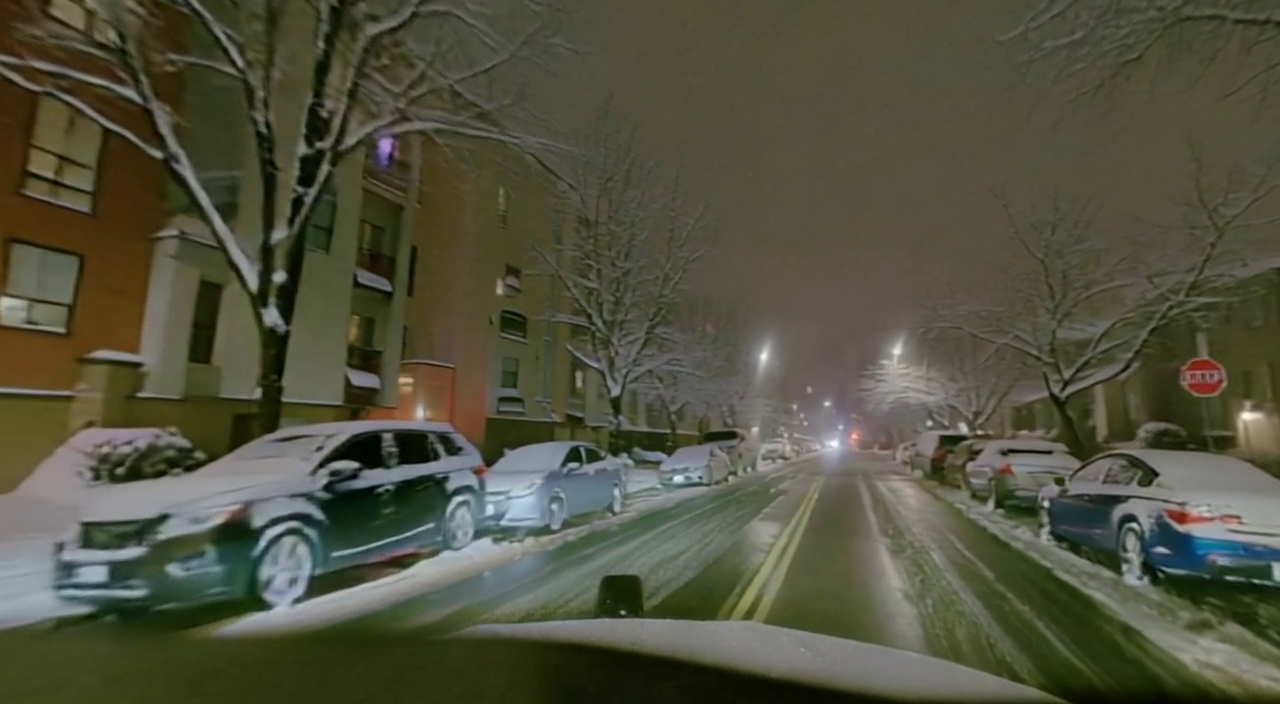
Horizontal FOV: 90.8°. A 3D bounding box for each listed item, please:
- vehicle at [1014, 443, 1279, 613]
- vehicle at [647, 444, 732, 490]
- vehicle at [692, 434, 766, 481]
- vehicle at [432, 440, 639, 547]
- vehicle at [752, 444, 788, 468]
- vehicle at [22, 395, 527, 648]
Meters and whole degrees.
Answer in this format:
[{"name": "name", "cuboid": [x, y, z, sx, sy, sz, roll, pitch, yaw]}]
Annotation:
[{"name": "vehicle", "cuboid": [6.277, 1.829, 7.551, 2.084, 1.441, 4.402, -2, -9, 17]}, {"name": "vehicle", "cuboid": [1.879, 4.052, 22.672, 1.921, 1.463, 4.313, -3, -9, 20]}, {"name": "vehicle", "cuboid": [4.157, 4.696, 28.616, 2.229, 1.869, 5.791, -4, -8, 18]}, {"name": "vehicle", "cuboid": [-1.599, 2.398, 11.635, 1.902, 1.478, 4.696, -3, -8, 16]}, {"name": "vehicle", "cuboid": [8.729, 6.875, 42.045, 1.939, 1.513, 4.401, -2, -9, 16]}, {"name": "vehicle", "cuboid": [-3.199, 1.535, 6.917, 1.946, 1.744, 4.584, -3, -9, 17]}]
